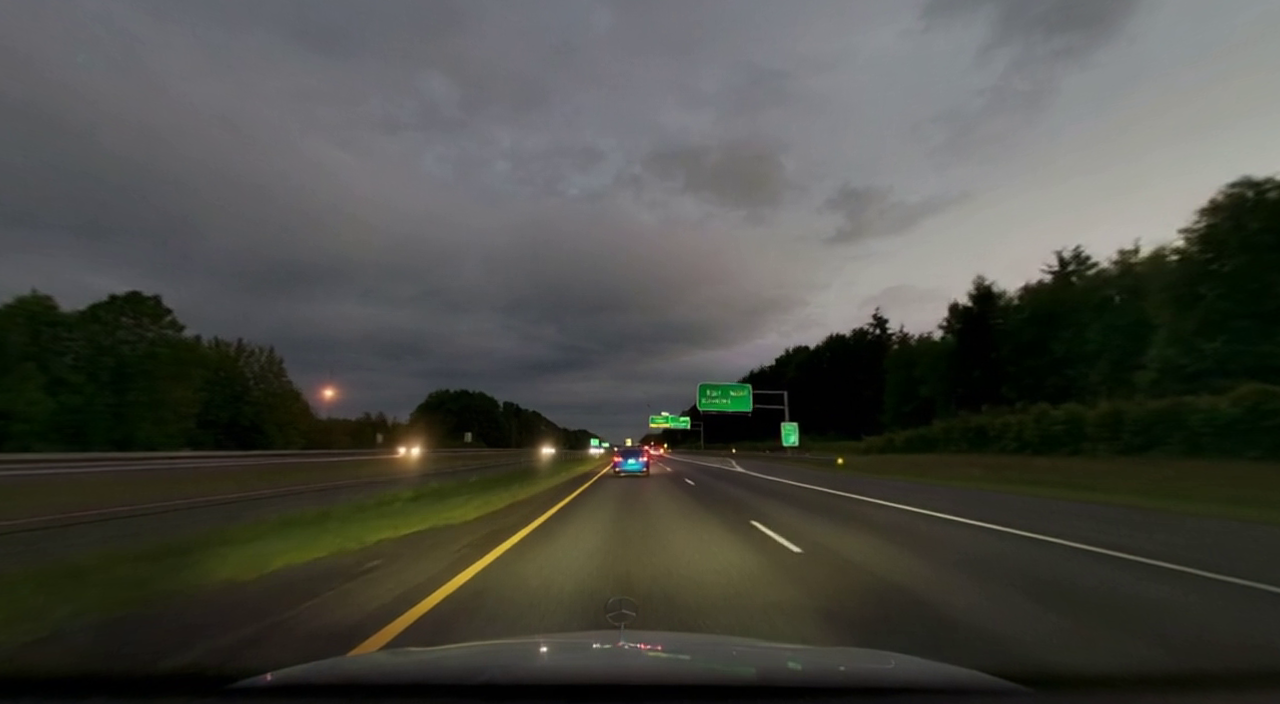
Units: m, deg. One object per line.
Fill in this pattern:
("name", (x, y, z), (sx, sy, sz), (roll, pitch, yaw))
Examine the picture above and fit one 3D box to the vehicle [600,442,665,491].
("vehicle", (-0.239, 3.943, 22.007), (2.069, 1.523, 4.012), (0, -9, 0))
